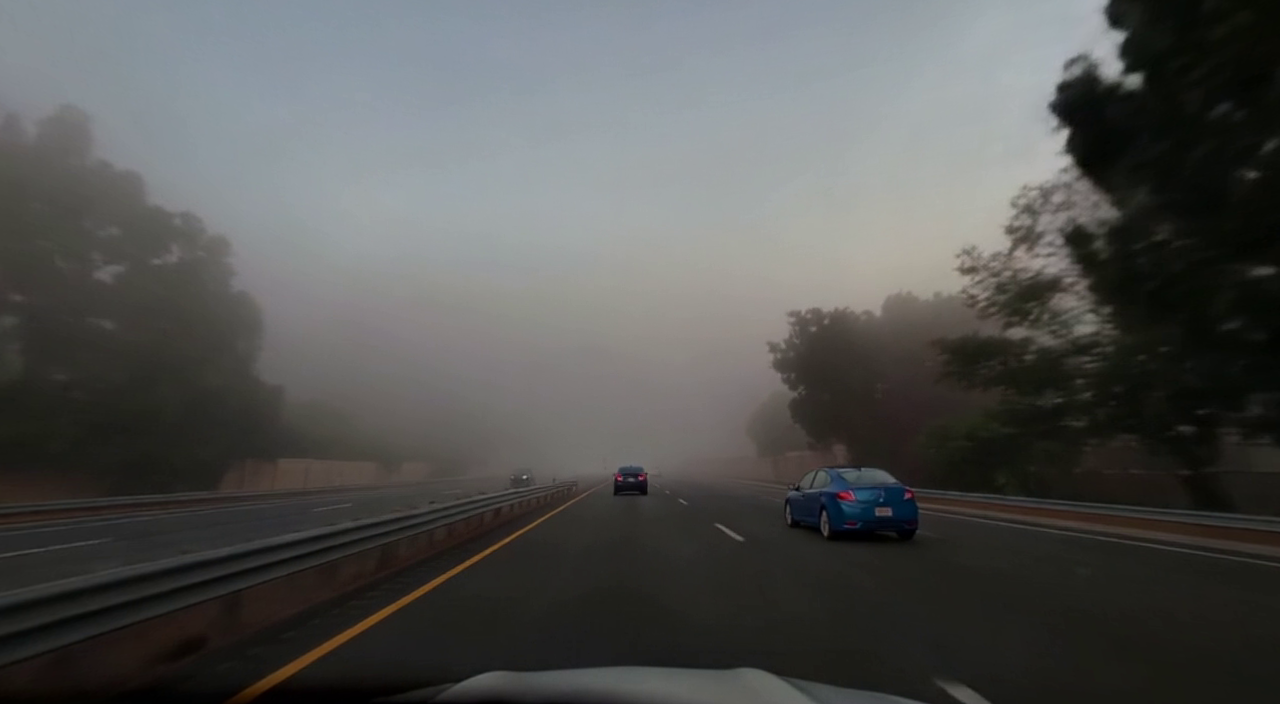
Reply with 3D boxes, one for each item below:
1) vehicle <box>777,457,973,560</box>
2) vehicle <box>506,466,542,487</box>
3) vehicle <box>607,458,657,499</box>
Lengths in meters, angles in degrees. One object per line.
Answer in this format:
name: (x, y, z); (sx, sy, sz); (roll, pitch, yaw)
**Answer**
vehicle: (3.940, 2.709, 11.448); (1.938, 1.494, 4.032); (1, -11, -1)
vehicle: (-8.919, 9.609, 48.811); (2.006, 1.468, 4.450); (1, -11, -1)
vehicle: (-0.355, 5.599, 28.042); (2.037, 1.605, 3.833); (1, -11, 0)
